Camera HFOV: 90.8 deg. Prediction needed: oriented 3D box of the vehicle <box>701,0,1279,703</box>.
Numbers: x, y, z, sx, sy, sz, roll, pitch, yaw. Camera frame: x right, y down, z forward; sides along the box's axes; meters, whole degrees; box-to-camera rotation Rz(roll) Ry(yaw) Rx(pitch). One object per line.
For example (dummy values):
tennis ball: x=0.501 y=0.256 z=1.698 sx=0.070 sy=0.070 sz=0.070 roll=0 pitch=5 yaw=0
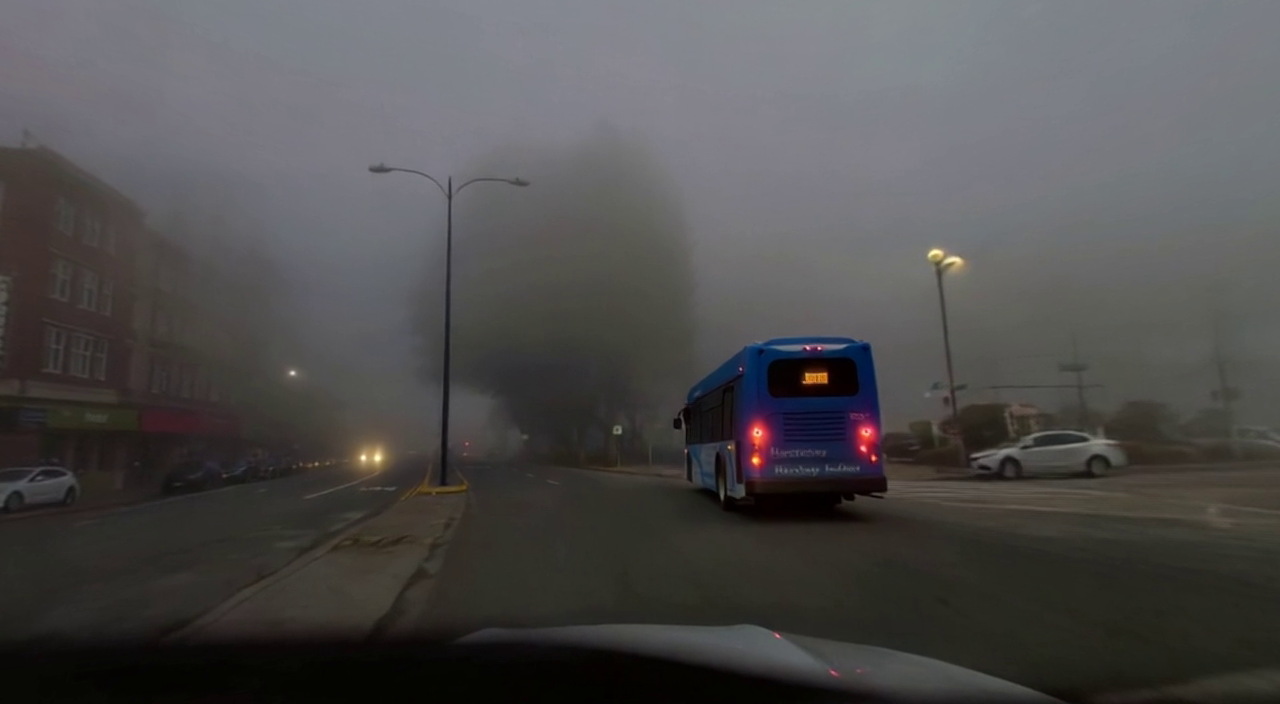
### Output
vehicle: x=2.763 y=0.225 z=3.803 sx=3.194 sy=3.345 sz=12.428 roll=0 pitch=-8 yaw=-2

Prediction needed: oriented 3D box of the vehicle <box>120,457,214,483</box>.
vehicle: x=-30.243 y=7.532 z=40.612 sx=4.592 sy=1.474 sz=1.880 roll=5 pitch=-9 yaw=-31

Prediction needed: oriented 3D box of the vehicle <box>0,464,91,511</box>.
vehicle: x=-23.017 y=4.902 z=22.890 sx=4.384 sy=1.500 sz=1.864 roll=5 pitch=-10 yaw=-32

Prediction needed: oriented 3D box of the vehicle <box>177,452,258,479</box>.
vehicle: x=-30.469 y=8.160 z=45.689 sx=4.392 sy=1.800 sz=1.902 roll=2 pitch=-8 yaw=-13
